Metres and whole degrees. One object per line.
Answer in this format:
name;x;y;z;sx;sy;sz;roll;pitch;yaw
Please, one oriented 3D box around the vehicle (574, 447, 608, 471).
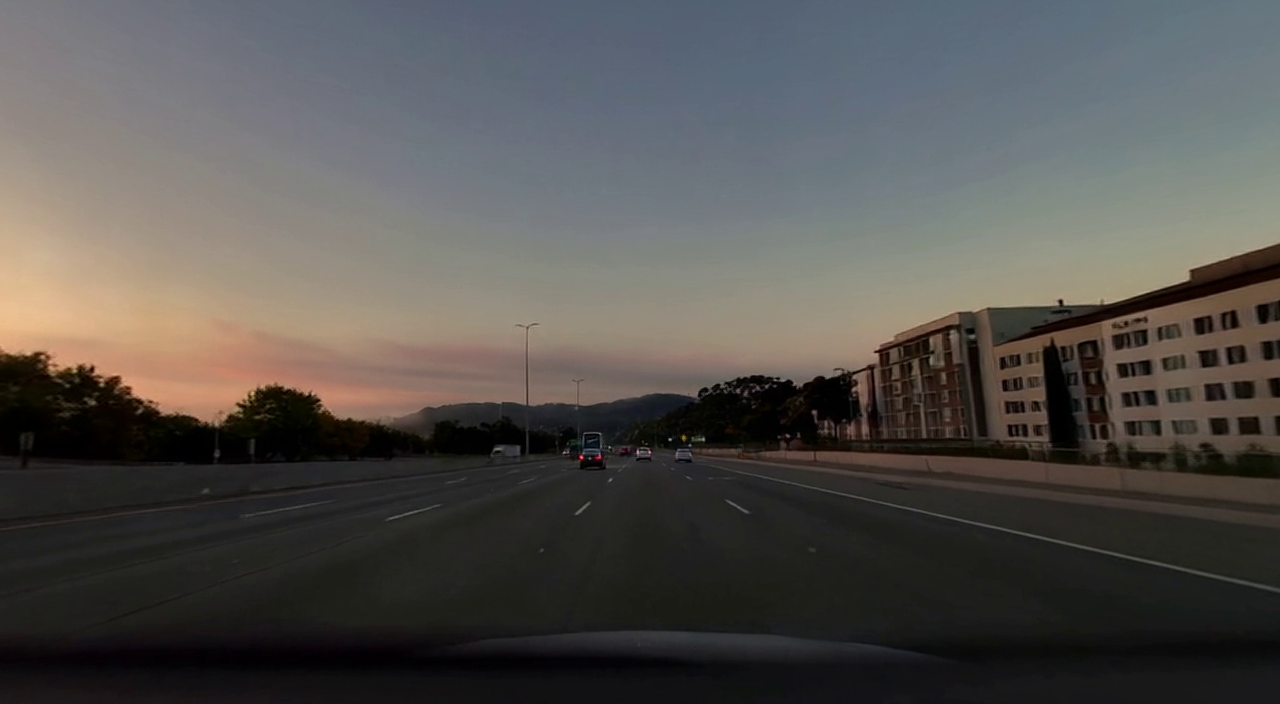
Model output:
vehicle;-3.555;7.864;46.453;2.195;1.630;4.336;0;-9;0
